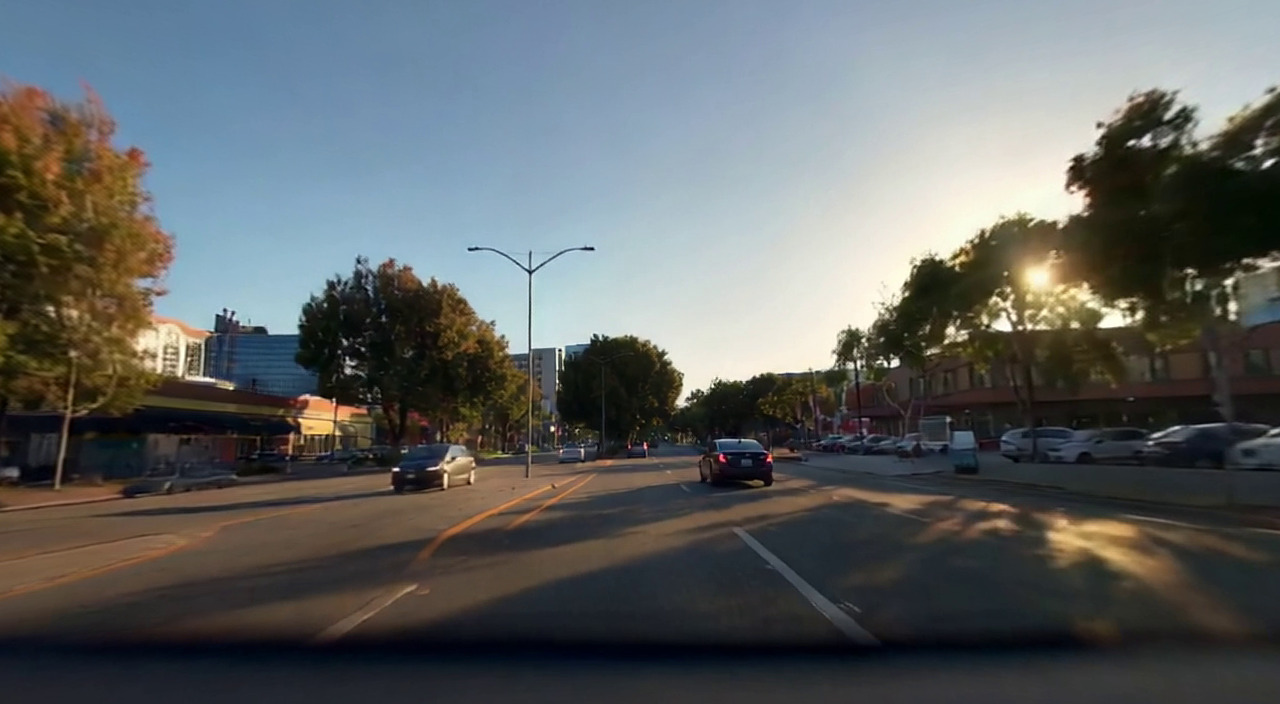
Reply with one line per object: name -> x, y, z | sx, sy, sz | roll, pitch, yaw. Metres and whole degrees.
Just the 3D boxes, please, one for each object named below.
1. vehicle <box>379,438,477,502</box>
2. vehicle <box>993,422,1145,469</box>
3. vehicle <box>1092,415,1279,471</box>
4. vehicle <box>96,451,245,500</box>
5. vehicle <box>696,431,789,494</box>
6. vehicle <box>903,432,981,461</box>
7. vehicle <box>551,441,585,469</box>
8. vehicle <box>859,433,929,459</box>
vehicle -> -6.103, 3.233, 17.875 | 2.053, 1.555, 4.296 | 4, -9, -25
vehicle -> 16.981, 3.749, 25.429 | 2.280, 1.699, 5.098 | 0, -8, -4
vehicle -> 17.219, 2.922, 20.271 | 1.779, 1.505, 4.847 | -2, -9, -1
vehicle -> -17.022, 4.443, 23.269 | 1.947, 1.504, 4.672 | -1, -8, 0
vehicle -> 2.968, 3.307, 19.321 | 1.963, 1.677, 4.229 | 0, -8, -2
vehicle -> 18.727, 5.835, 39.124 | 4.524, 1.653, 2.109 | 5, -10, -30
vehicle -> -4.375, 6.189, 37.940 | 1.905, 1.471, 4.302 | -1, -9, -8
vehicle -> 18.023, 6.664, 44.817 | 4.446, 1.692, 2.184 | 4, -9, -28
